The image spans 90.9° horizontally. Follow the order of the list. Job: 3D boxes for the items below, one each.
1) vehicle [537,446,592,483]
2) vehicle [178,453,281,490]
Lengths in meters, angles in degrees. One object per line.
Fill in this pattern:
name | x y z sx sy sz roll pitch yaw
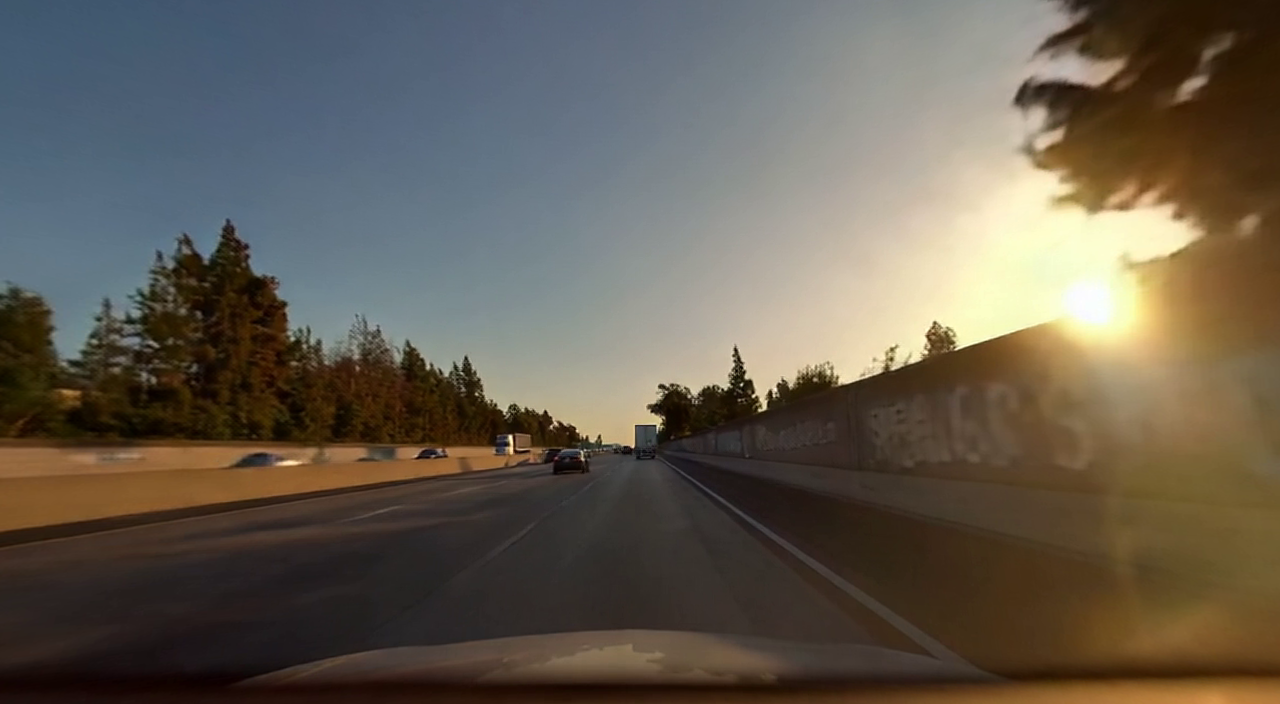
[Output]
vehicle | -3.205 4.861 27.530 1.803 1.466 4.509 0 -9 1
vehicle | -18.336 5.328 28.389 1.776 1.488 4.159 0 -9 0
